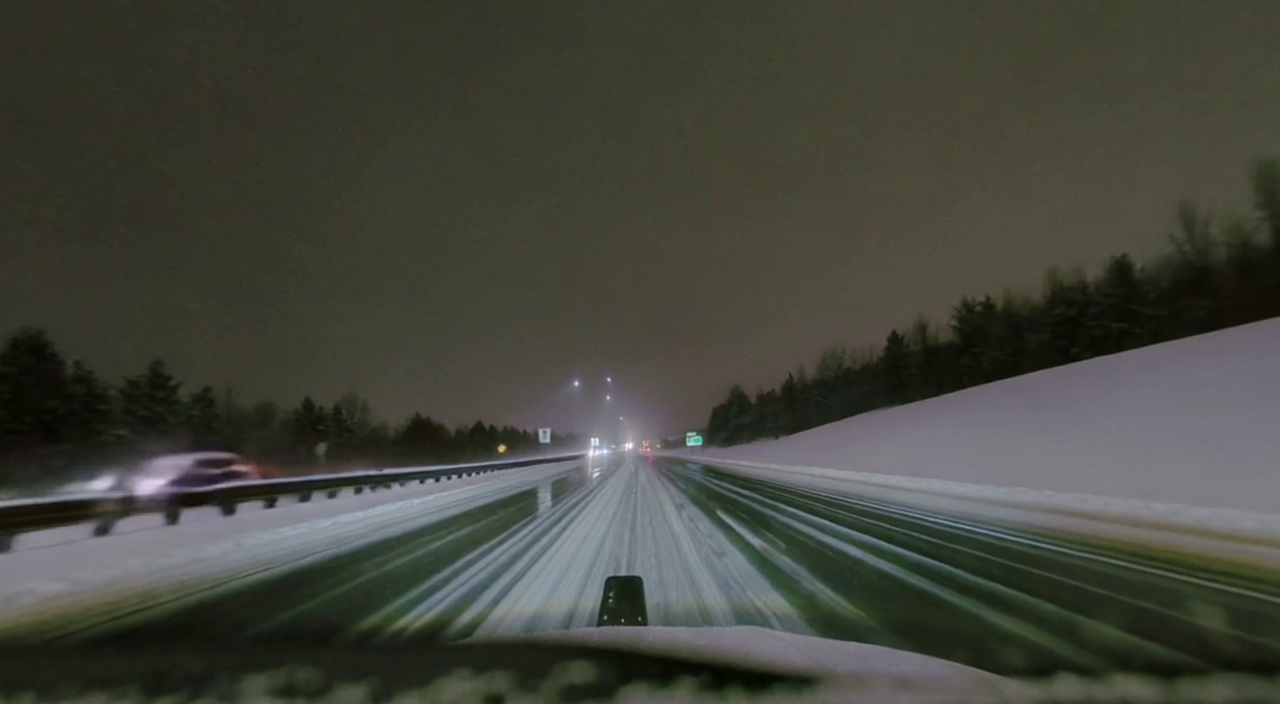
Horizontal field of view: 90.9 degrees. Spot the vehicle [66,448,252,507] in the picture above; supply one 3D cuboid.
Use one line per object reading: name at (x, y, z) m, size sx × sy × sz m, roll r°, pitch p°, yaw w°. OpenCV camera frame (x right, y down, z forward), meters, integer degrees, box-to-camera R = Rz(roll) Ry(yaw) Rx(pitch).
vehicle at (-15.345, 4.000, 20.612) m, size 2.014 × 1.655 × 5.178 m, roll 0°, pitch -9°, yaw -1°
